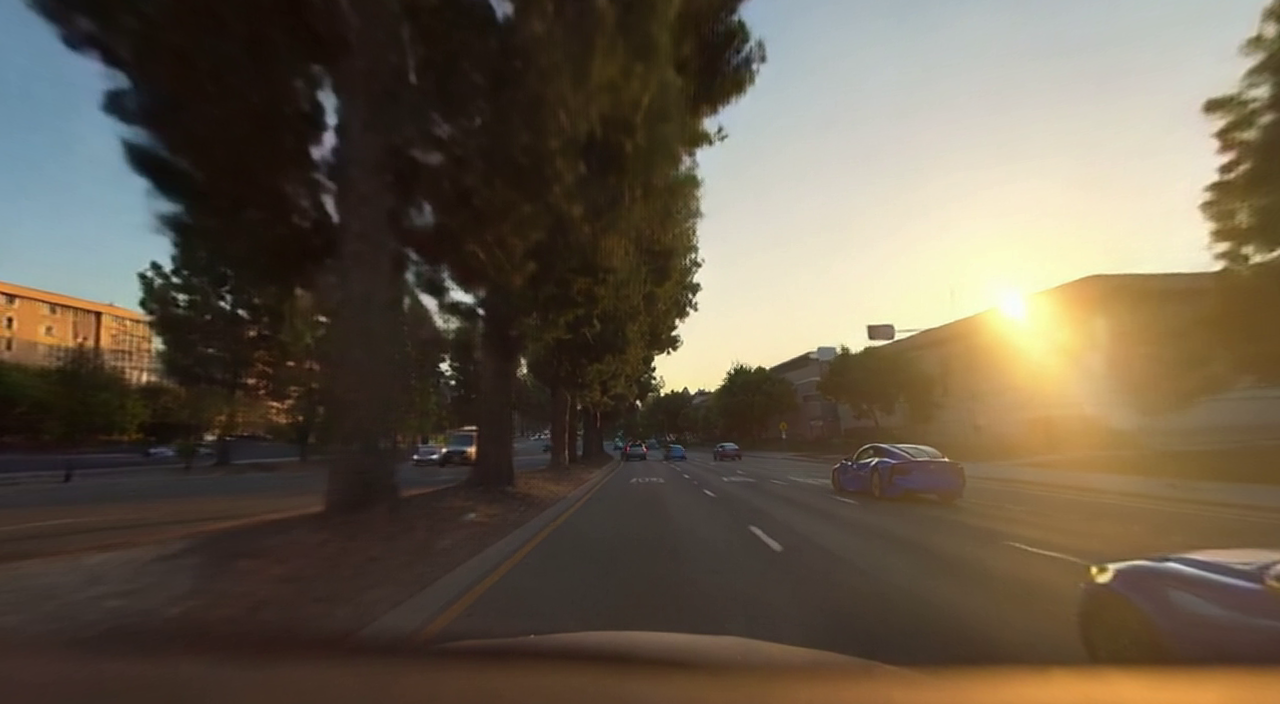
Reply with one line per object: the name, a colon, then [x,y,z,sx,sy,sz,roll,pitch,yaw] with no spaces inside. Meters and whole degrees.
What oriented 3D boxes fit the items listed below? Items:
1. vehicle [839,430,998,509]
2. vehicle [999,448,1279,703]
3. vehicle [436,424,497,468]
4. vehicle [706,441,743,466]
vehicle: [6.831,2.919,16.156,1.987,1.730,4.373,0,-9,-1]
vehicle: [3.371,0.973,1.918,1.990,1.347,4.388,0,-9,0]
vehicle: [-11.140,6.099,41.099,2.300,2.636,5.986,0,-9,-1]
vehicle: [6.055,7.346,45.846,1.931,1.685,4.054,0,-9,-3]
